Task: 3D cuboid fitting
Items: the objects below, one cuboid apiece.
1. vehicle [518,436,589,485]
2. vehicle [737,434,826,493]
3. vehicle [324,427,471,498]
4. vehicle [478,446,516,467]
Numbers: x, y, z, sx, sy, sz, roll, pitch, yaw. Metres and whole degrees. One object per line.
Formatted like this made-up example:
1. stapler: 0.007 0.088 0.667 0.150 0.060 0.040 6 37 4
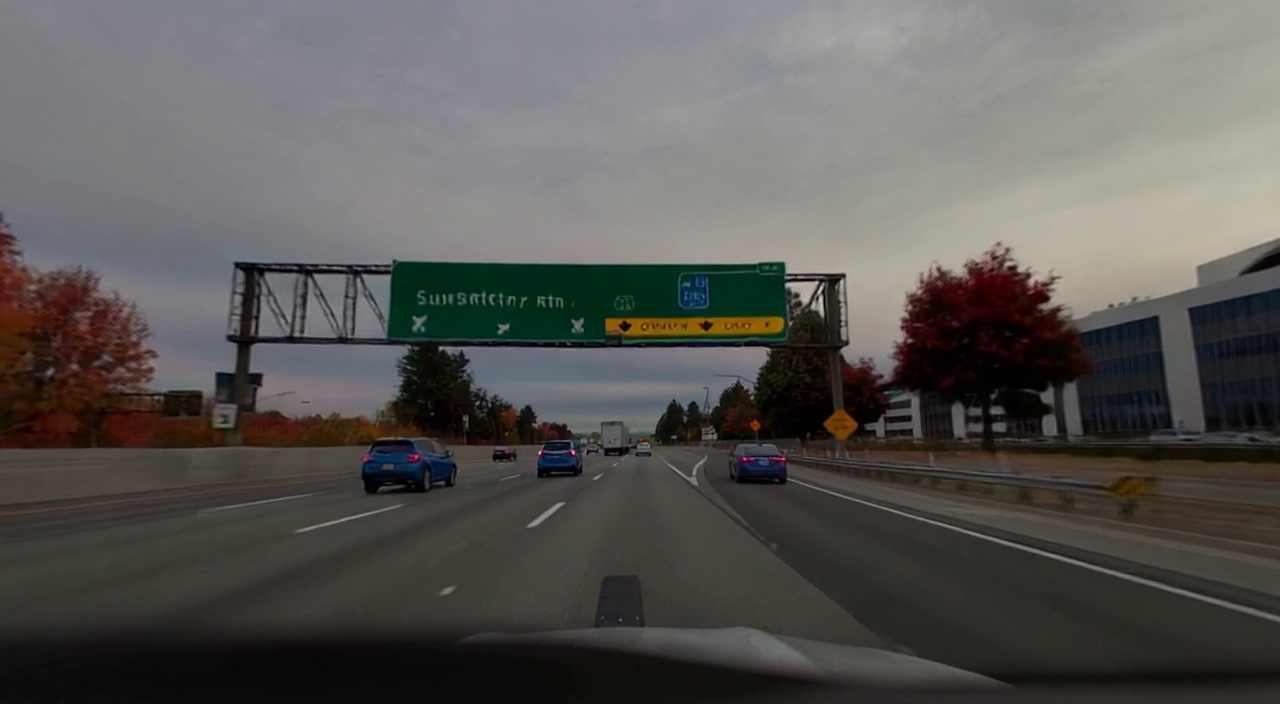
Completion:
1. vehicle: -3.317 4.250 25.004 2.111 1.742 4.315 0 -9 1
2. vehicle: 4.633 3.698 21.303 2.101 1.742 4.495 0 -9 2
3. vehicle: -7.155 3.337 19.369 2.314 1.842 5.279 0 -9 1
4. vehicle: -10.994 8.016 48.636 1.919 1.509 4.265 0 -9 0
